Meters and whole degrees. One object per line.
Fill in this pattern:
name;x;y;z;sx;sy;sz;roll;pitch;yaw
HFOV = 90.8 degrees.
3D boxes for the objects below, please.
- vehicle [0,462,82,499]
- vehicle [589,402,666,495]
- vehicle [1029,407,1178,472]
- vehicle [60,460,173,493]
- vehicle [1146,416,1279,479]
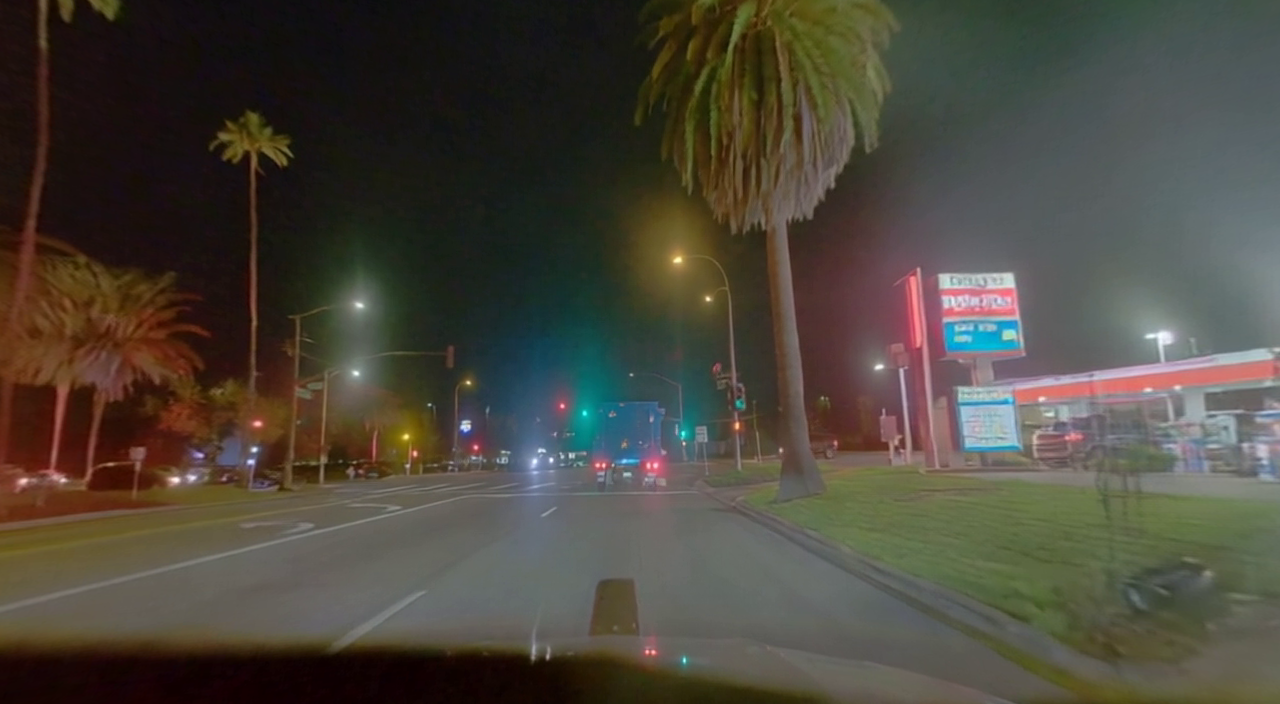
vehicle;-28.024;5.682;27.968;4.493;1.453;1.912;4;-9;-27
vehicle;-0.302;3.504;23.182;2.463;2.954;5.938;0;-8;2
vehicle;15.822;2.994;21.518;5.078;1.937;2.326;5;-10;-33
vehicle;-28.044;6.642;34.074;4.303;1.567;2.021;5;-10;-30
vehicle;15.186;2.467;16.409;4.105;1.433;1.931;6;-10;-34
